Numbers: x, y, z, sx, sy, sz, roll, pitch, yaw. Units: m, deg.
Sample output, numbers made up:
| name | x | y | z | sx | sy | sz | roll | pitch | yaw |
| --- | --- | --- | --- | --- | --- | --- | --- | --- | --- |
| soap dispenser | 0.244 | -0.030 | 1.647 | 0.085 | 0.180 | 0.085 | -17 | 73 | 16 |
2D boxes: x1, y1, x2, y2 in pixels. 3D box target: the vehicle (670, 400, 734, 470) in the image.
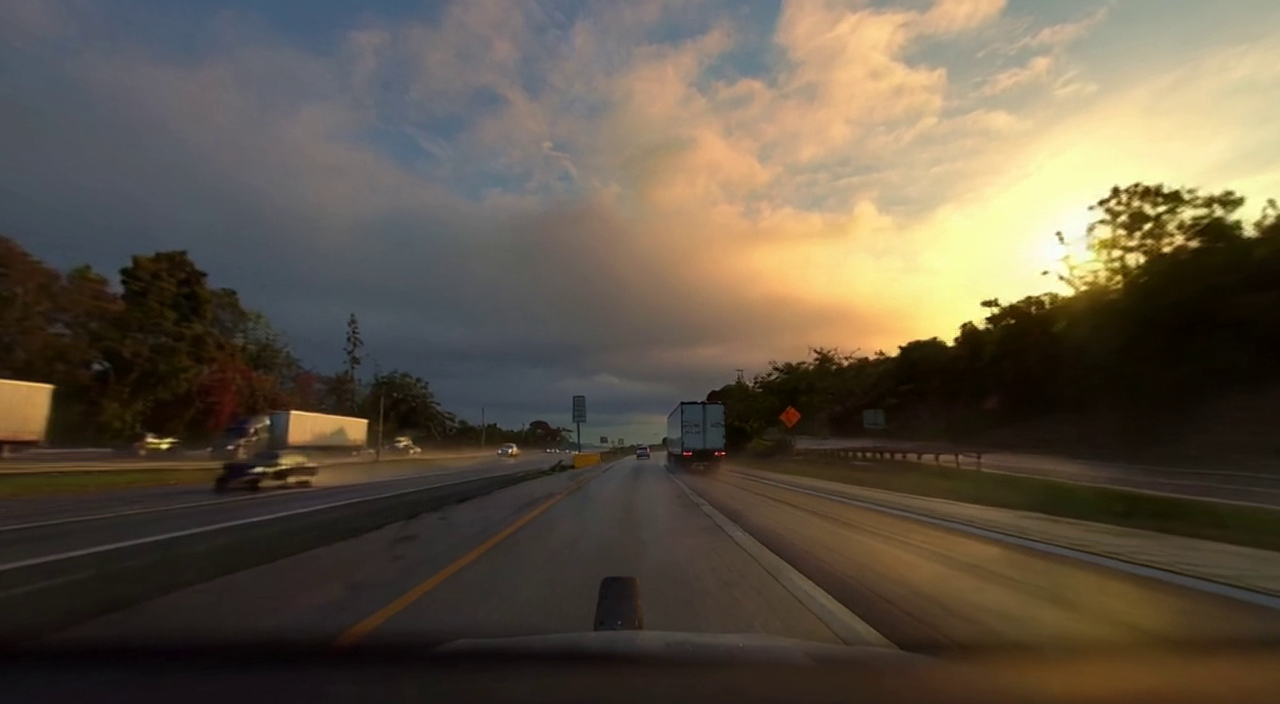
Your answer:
| name | x | y | z | sx | sy | sz | roll | pitch | yaw |
| --- | --- | --- | --- | --- | --- | --- | --- | --- | --- |
| vehicle | 3.994 | 5.913 | 43.815 | 3.185 | 4.154 | 12.638 | 0 | -9 | 0 |

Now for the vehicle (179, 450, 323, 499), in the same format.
| name | x | y | z | sx | sy | sz | roll | pitch | yaw |
| --- | --- | --- | --- | --- | --- | --- | --- | --- | --- |
| vehicle | -13.196 | 4.148 | 21.738 | 1.933 | 1.482 | 4.661 | 0 | -9 | 1 |

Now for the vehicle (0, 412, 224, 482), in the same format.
| name | x | y | z | sx | sy | sz | roll | pitch | yaw |
| --- | --- | --- | --- | --- | --- | --- | --- | --- | --- |
| vehicle | -26.515 | 4.631 | 30.487 | 2.964 | 2.690 | 14.306 | 0 | -9 | 0 |

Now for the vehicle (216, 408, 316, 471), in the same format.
| name | x | y | z | sx | sy | sz | roll | pitch | yaw |
| --- | --- | --- | --- | --- | --- | --- | --- | --- | --- |
| vehicle | -26.076 | 6.196 | 44.236 | 3.038 | 4.079 | 6.098 | 0 | -9 | 1 |
